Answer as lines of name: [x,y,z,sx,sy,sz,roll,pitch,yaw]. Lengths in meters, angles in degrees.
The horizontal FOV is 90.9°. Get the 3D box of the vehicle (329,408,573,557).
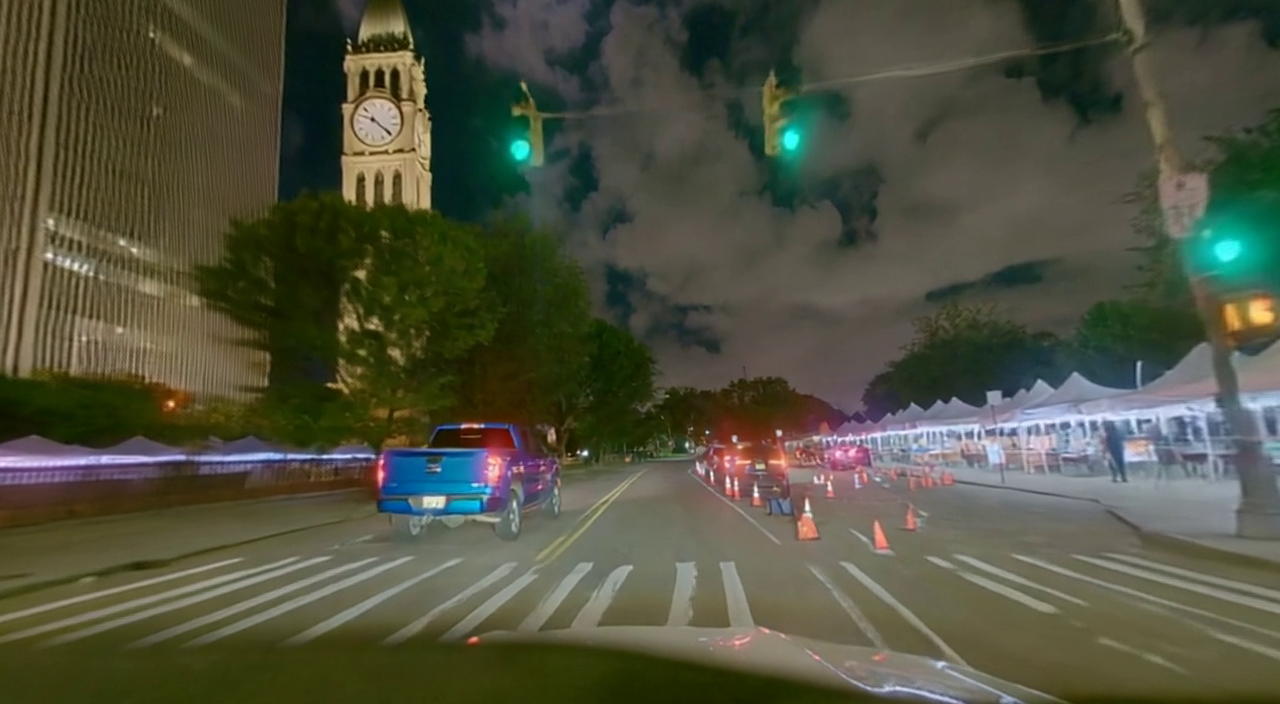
vehicle: [-2.841,2.210,11.340,2.452,1.954,5.653,-1,-9,2]

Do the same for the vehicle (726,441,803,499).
vehicle: [3.790,3.674,19.882,2.023,1.607,4.225,-2,-9,7]

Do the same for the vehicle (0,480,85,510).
vehicle: [-44.631,10.590,46.970,2.038,1.810,5.702,1,-9,-9]
